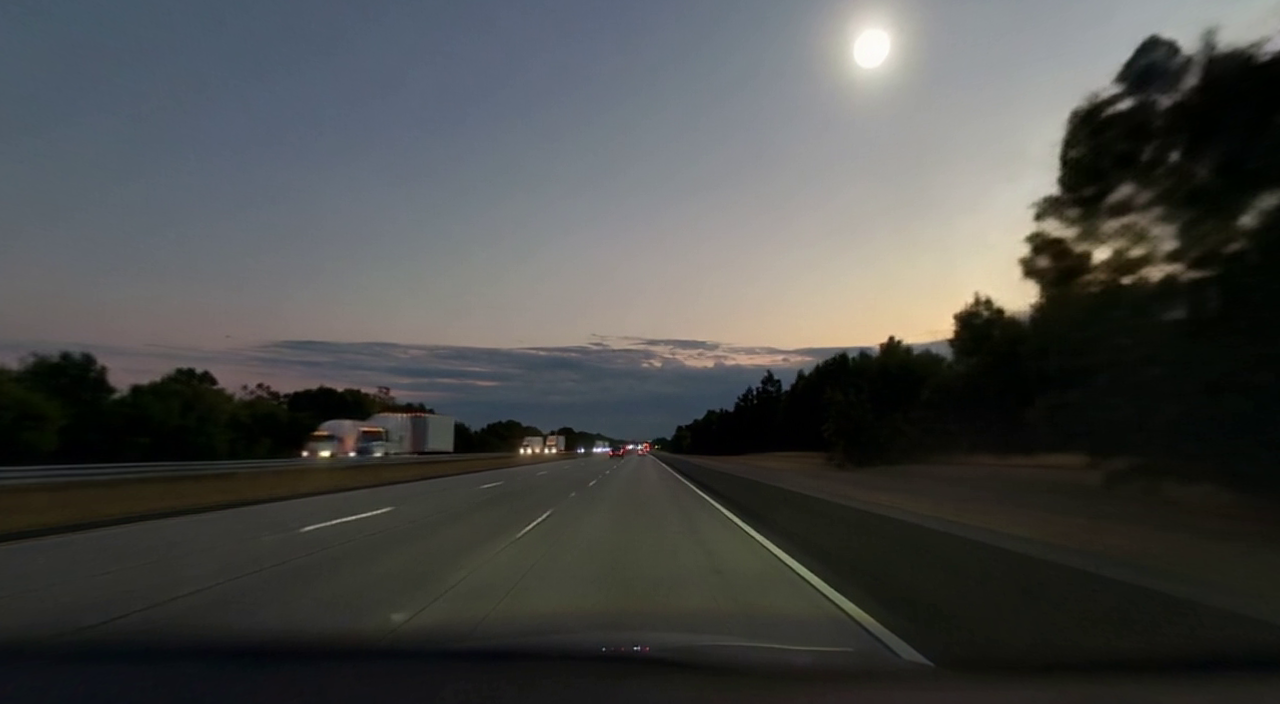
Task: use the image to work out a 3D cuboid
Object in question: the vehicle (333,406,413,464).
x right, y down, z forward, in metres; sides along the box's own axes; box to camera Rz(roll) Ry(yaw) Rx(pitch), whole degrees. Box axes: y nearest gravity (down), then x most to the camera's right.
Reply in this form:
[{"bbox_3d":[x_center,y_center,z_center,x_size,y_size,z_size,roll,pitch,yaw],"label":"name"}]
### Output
[{"bbox_3d":[-18.863,5.962,44.998,3.001,3.871,5.872,0,-9,0],"label":"vehicle"}]
